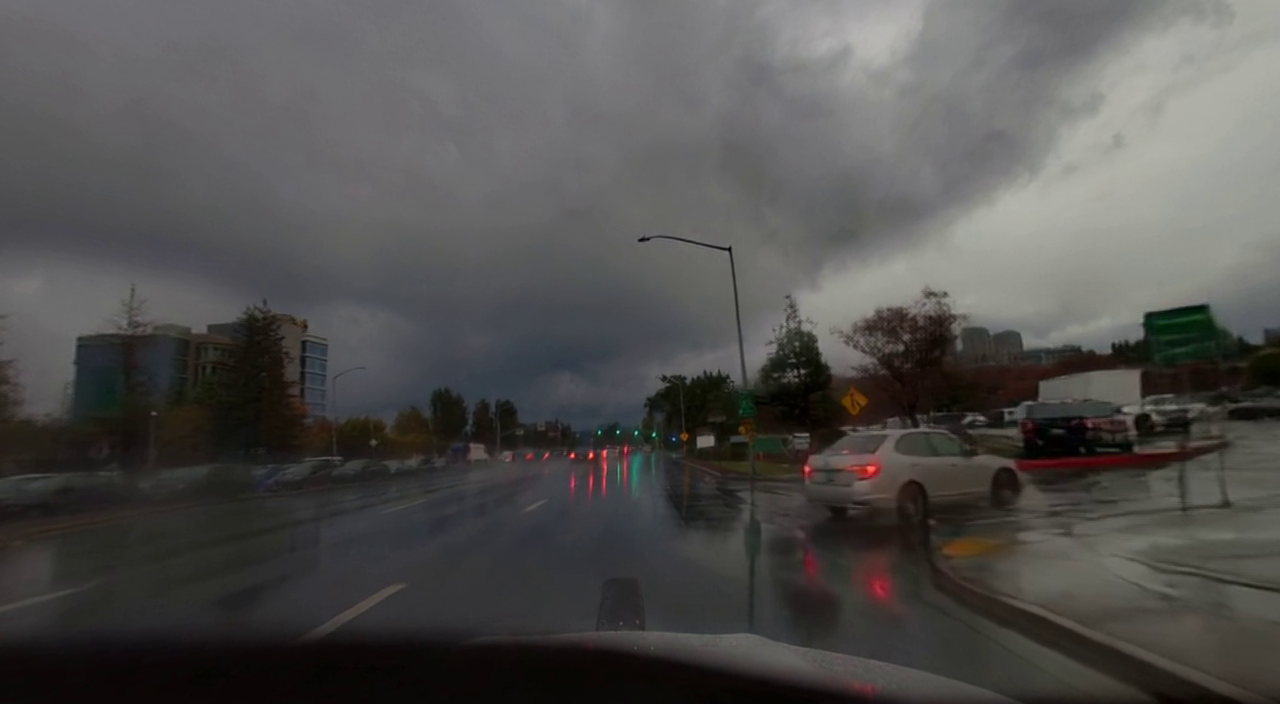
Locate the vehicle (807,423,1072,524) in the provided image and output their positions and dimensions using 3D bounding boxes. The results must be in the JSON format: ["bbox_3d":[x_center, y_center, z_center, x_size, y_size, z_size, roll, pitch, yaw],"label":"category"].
[{"bbox_3d":[5.561,2.137,11.667,4.504,1.513,2.208,5,-10,-31],"label":"vehicle"}]

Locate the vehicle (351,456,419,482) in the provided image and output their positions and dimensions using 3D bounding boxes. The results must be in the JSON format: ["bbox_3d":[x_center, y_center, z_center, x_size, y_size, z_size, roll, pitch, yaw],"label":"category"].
[{"bbox_3d":[-16.317,7.467,40.714,2.162,1.480,5.017,0,-8,1],"label":"vehicle"}]

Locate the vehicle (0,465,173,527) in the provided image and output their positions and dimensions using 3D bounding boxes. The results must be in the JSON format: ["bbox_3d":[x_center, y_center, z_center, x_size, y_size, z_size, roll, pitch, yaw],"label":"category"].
[{"bbox_3d":[-16.661,4.130,18.634,1.981,1.431,4.862,0,-8,1],"label":"vehicle"}]

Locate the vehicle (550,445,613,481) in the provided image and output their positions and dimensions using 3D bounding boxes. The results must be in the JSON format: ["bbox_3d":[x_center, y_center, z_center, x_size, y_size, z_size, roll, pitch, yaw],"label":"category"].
[{"bbox_3d":[-2.616,5.102,29.414,2.235,1.500,4.420,-1,-8,4],"label":"vehicle"}]

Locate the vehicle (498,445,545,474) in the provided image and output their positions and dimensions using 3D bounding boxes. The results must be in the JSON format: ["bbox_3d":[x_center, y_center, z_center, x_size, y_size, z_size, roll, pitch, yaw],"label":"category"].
[{"bbox_3d":[-7.432,6.754,40.056,2.054,1.744,4.422,0,-8,2],"label":"vehicle"}]

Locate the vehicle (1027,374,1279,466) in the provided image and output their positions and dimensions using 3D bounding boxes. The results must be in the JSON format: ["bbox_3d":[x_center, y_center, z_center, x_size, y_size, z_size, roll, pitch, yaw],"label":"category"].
[{"bbox_3d":[13.673,1.816,16.311,6.193,2.081,2.569,2,-9,-15],"label":"vehicle"}]

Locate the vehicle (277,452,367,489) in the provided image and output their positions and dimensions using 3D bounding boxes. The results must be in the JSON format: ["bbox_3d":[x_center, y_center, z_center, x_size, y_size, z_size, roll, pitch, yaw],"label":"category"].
[{"bbox_3d":[-16.356,6.087,32.825,2.073,1.749,4.770,0,-8,1],"label":"vehicle"}]

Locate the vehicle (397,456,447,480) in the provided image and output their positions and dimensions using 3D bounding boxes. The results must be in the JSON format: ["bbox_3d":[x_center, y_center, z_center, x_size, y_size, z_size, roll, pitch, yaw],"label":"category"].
[{"bbox_3d":[-16.049,8.546,46.783,2.024,1.531,4.580,0,-8,1],"label":"vehicle"}]

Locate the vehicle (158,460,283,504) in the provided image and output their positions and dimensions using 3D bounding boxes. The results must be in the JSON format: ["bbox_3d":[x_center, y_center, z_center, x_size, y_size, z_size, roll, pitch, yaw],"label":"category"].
[{"bbox_3d":[-16.406,5.075,25.035,1.849,1.472,4.441,0,-8,1],"label":"vehicle"}]
